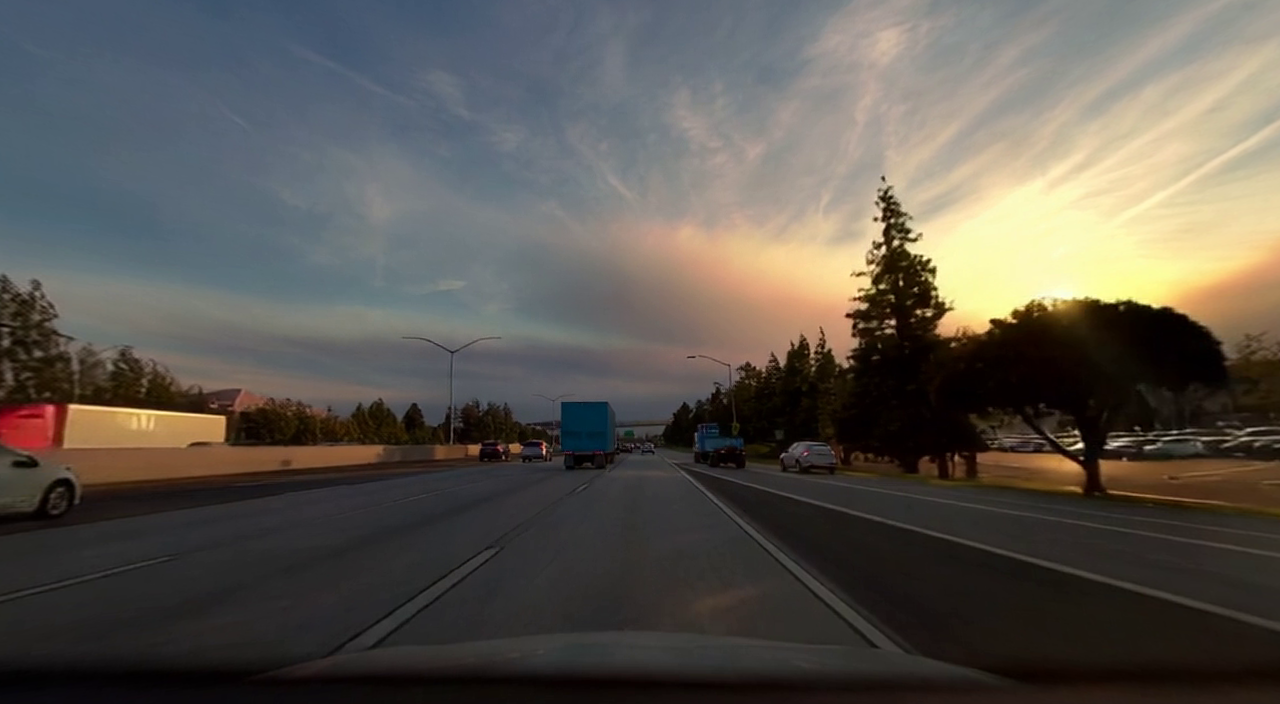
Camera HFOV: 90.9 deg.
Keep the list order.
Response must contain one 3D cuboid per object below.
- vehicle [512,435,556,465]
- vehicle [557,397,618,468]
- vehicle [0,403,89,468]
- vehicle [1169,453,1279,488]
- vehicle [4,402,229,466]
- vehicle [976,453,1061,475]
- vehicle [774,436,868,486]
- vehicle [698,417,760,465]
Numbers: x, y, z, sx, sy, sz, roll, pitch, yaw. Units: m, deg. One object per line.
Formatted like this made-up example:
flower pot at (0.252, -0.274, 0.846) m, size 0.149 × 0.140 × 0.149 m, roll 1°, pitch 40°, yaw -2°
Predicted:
vehicle at (-6.914, 6.440, 41.500) m, size 2.058 × 1.840 × 4.443 m, roll 0°, pitch -8°, yaw 1°
vehicle at (-3.238, 5.538, 42.759) m, size 2.905 × 4.037 × 12.921 m, roll 0°, pitch -8°, yaw 1°
vehicle at (-36.644, 4.896, 36.668) m, size 2.996 × 3.563 × 6.592 m, roll 0°, pitch -8°, yaw 1°
vehicle at (27.261, 5.393, 28.877) m, size 4.388 × 1.500 × 1.913 m, roll 0°, pitch -8°, yaw -4°
vehicle at (-36.567, 6.046, 45.749) m, size 2.850 × 3.832 × 15.624 m, roll 0°, pitch -8°, yaw 1°
vehicle at (26.857, 7.953, 44.817) m, size 4.749 × 1.482 × 2.061 m, roll 0°, pitch -8°, yaw -4°
vehicle at (6.740, 4.094, 24.023) m, size 2.083 × 1.706 × 4.129 m, roll 0°, pitch -8°, yaw -4°
vehicle at (6.453, 6.722, 47.499) m, size 2.960 × 3.202 × 9.112 m, roll 0°, pitch -8°, yaw -2°
